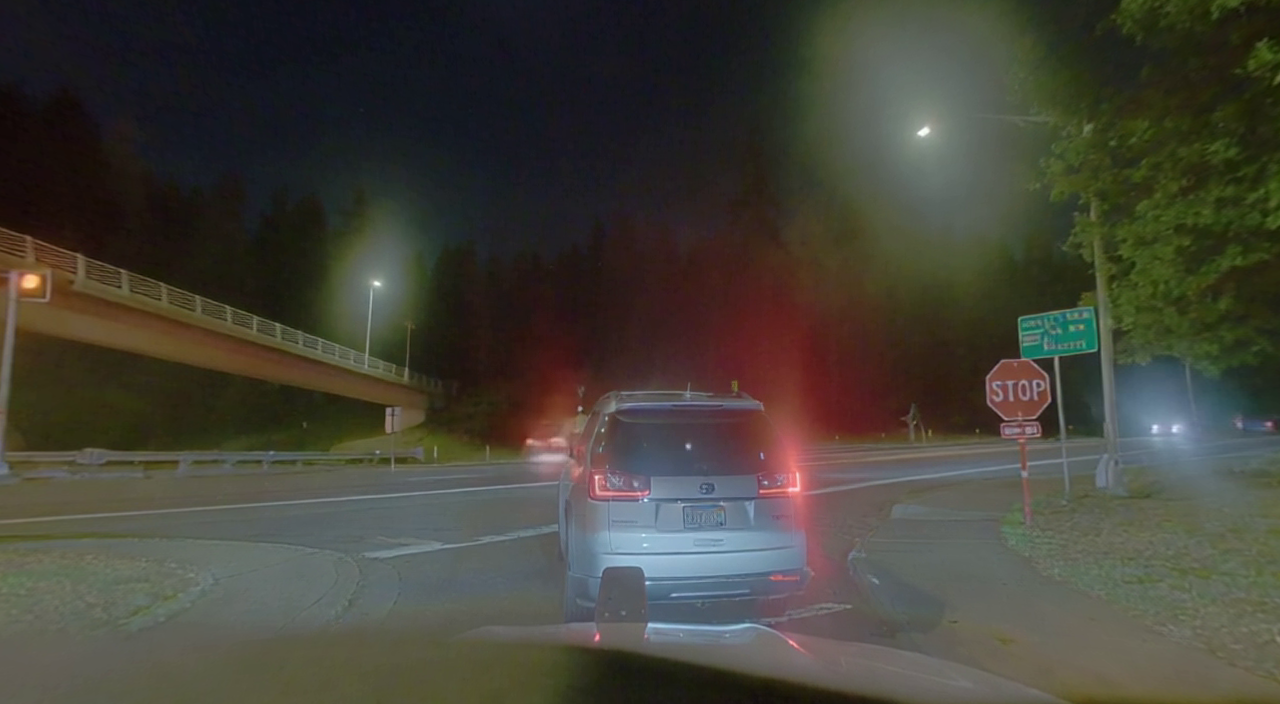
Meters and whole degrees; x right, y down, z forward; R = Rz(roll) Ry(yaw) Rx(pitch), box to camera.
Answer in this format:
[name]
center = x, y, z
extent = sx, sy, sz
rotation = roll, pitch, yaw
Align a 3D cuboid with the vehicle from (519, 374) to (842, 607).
[vehicle]
center = 0.312, 1.399, 7.148
extent = 2.494, 1.804, 4.336
rotation = 0, -9, 0
